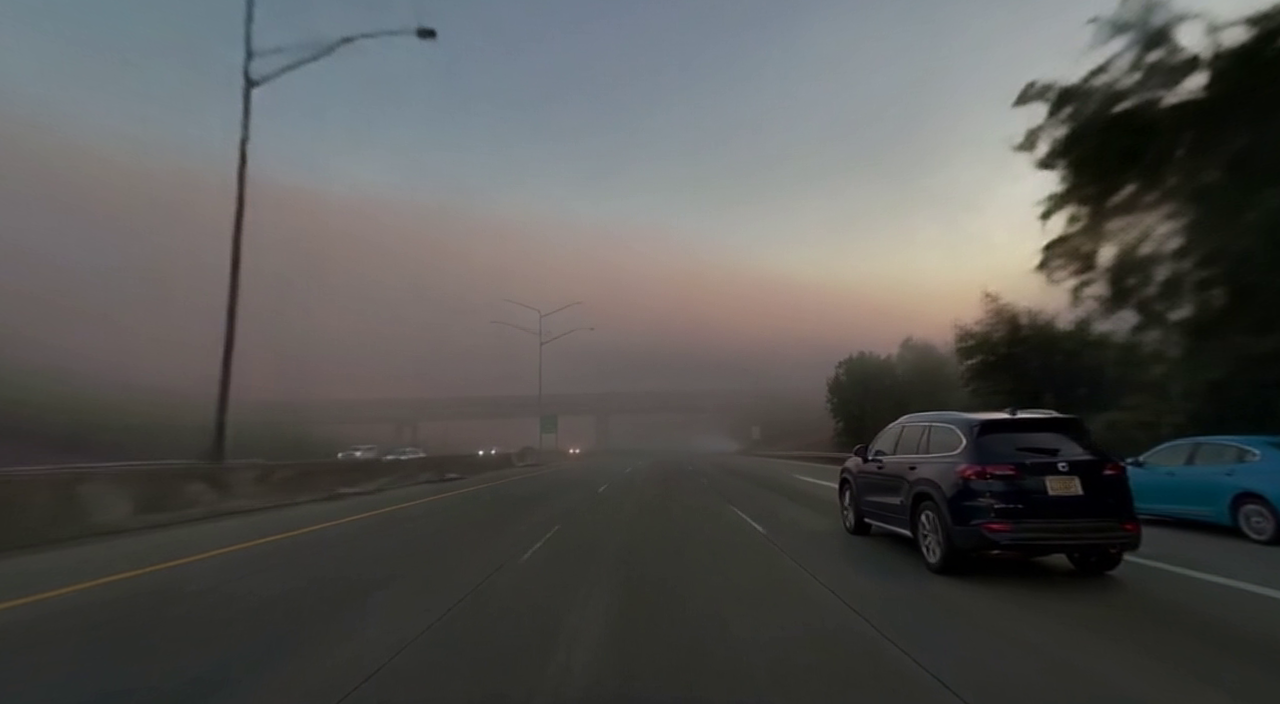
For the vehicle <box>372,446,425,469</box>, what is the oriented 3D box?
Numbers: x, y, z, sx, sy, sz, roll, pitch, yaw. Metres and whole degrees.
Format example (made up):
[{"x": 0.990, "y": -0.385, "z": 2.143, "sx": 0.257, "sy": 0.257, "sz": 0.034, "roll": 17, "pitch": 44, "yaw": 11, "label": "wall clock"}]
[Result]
[{"x": -16.569, "y": 7.243, "z": 43.435, "sx": 1.806, "sy": 1.484, "sz": 4.367, "roll": -1, "pitch": -8, "yaw": 2, "label": "vehicle"}]

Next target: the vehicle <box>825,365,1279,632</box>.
[{"x": 3.591, "y": 1.281, "z": 6.459, "sx": 2.019, "sy": 1.732, "sz": 4.579, "roll": 0, "pitch": -8, "yaw": 1, "label": "vehicle"}]
